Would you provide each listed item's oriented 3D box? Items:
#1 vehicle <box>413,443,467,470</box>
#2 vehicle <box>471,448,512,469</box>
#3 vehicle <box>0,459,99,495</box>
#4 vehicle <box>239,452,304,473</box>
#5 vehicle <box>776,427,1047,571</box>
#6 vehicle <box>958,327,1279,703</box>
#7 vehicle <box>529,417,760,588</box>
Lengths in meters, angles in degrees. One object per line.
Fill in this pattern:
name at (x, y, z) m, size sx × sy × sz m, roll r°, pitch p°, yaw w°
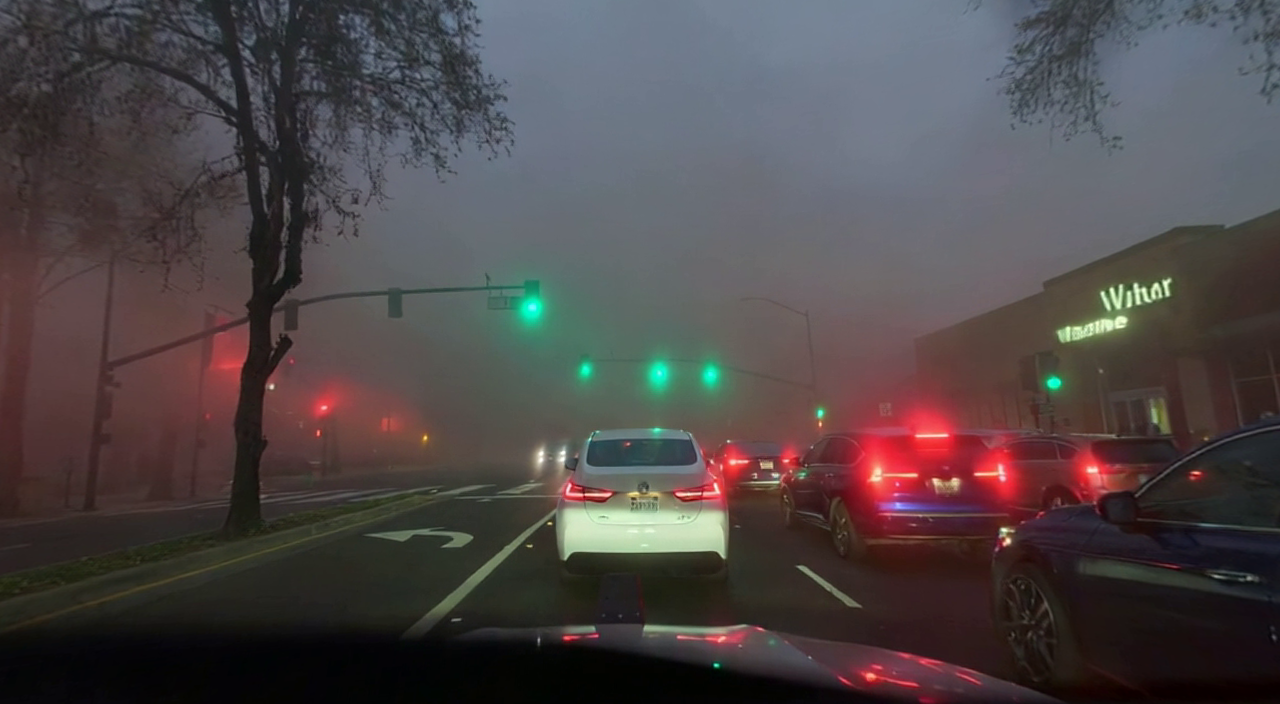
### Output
vehicle at (-15.074, 7.937, 47.997) m, size 2.395 × 1.903 × 4.860 m, roll -1°, pitch -9°, yaw 1°
vehicle at (-11.249, 8.065, 48.199) m, size 2.099 × 1.478 × 4.411 m, roll 0°, pitch -9°, yaw 0°
vehicle at (-27.197, 5.541, 28.087) m, size 4.285 × 1.427 × 1.883 m, roll 3°, pitch -9°, yaw -23°
vehicle at (-28.572, 8.583, 49.153) m, size 4.205 × 1.541 × 1.780 m, roll 4°, pitch -10°, yaw -28°
vehicle at (3.328, 1.867, 8.824) m, size 1.865 × 1.496 × 4.170 m, roll 0°, pitch -9°, yaw -1°
vehicle at (2.990, 0.713, 1.620) m, size 2.075 × 1.661 × 4.401 m, roll 0°, pitch -9°, yaw 1°
vehicle at (0.018, 1.700, 7.864) m, size 2.154 × 1.577 × 3.723 m, roll 0°, pitch -9°, yaw -1°
